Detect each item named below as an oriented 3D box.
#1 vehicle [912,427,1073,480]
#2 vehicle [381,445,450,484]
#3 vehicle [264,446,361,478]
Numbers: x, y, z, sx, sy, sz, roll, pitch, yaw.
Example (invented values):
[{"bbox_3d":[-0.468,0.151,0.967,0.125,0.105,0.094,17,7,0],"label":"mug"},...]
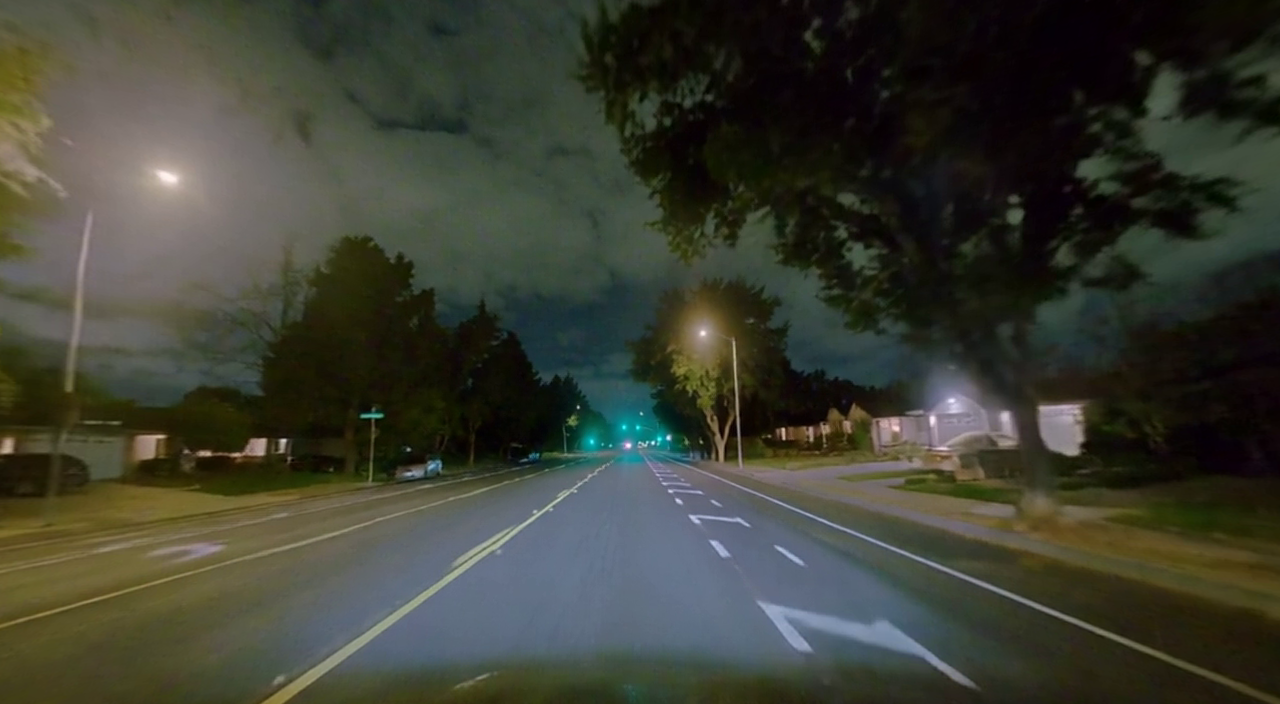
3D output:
[{"bbox_3d":[12.020,3.490,21.813,4.194,1.680,2.150,-1,-8,1],"label":"vehicle"},{"bbox_3d":[-11.975,6.041,34.066,2.062,1.821,4.880,-3,-10,-1],"label":"vehicle"},{"bbox_3d":[-19.579,6.580,37.950,4.668,1.824,1.999,0,-9,-1],"label":"vehicle"}]
